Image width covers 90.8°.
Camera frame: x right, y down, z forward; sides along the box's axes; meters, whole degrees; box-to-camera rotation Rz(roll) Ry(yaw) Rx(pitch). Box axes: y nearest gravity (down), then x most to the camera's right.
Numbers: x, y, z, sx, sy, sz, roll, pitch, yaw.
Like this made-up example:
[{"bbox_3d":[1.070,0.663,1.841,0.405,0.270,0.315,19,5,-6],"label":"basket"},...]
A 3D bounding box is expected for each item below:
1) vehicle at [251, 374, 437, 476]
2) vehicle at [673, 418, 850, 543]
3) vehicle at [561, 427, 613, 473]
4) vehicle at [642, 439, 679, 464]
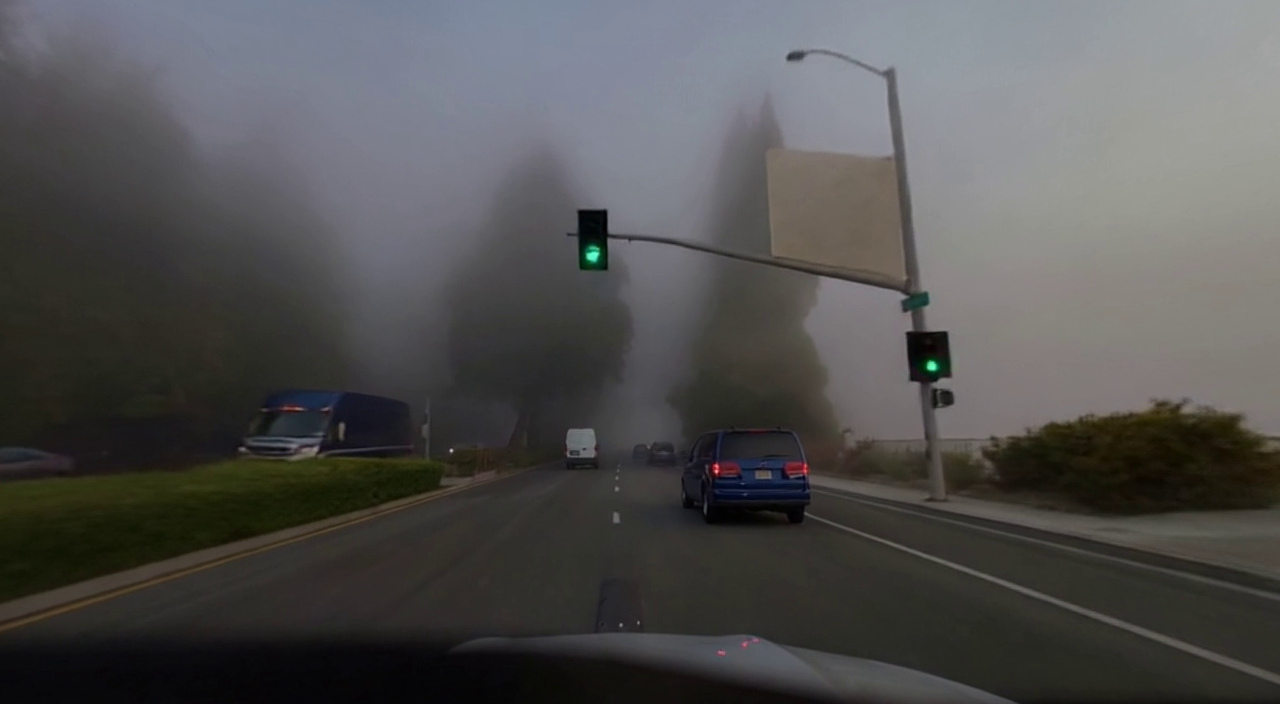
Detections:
[{"bbox_3d":[-12.786,3.539,29.152,3.206,3.740,11.455,0,-9,-1],"label":"vehicle"},{"bbox_3d":[1.757,2.052,10.669,1.965,1.671,4.146,1,-9,-3],"label":"vehicle"},{"bbox_3d":[-2.531,4.842,31.269,2.228,2.054,4.309,0,-9,-1],"label":"vehicle"},{"bbox_3d":[1.341,6.933,44.105,2.248,1.692,4.252,1,-9,-3],"label":"vehicle"}]
